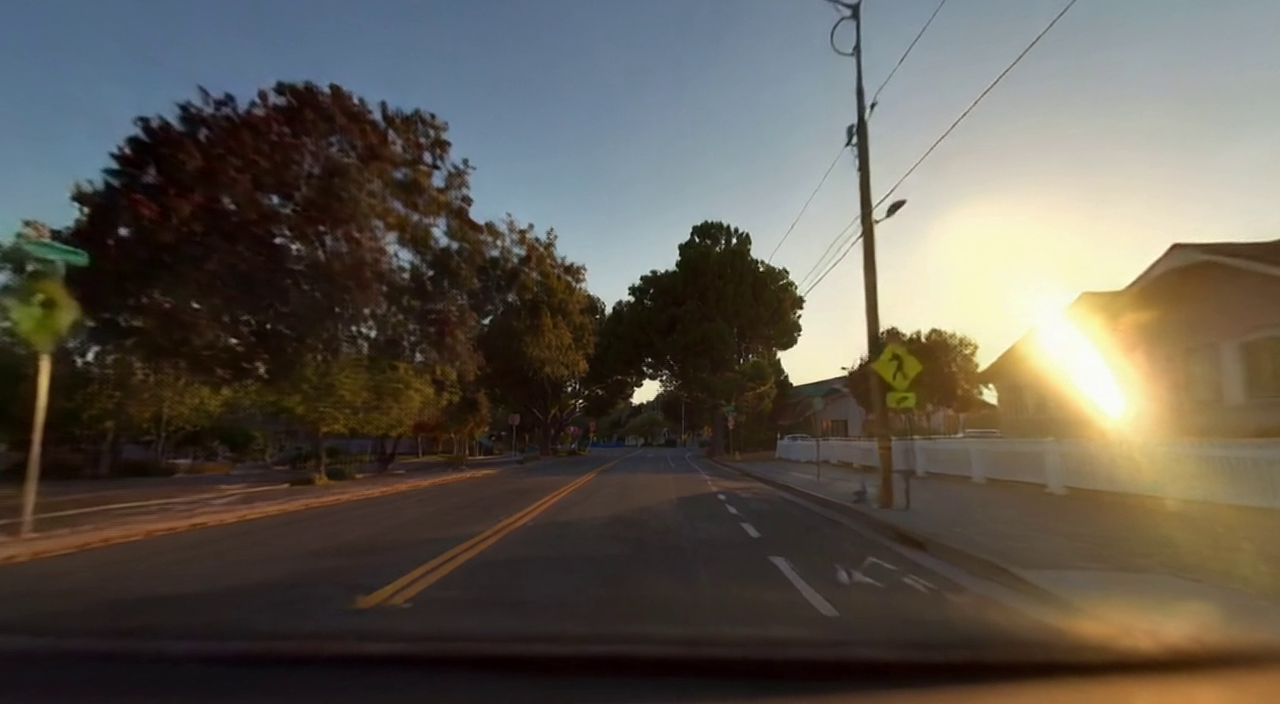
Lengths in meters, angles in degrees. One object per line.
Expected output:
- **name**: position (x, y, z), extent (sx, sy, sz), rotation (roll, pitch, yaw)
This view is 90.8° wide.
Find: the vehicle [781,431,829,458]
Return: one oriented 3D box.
- **vehicle**: position (11.031, 6.242, 42.553), extent (1.938, 1.695, 4.296), rotation (0, -8, -1)
